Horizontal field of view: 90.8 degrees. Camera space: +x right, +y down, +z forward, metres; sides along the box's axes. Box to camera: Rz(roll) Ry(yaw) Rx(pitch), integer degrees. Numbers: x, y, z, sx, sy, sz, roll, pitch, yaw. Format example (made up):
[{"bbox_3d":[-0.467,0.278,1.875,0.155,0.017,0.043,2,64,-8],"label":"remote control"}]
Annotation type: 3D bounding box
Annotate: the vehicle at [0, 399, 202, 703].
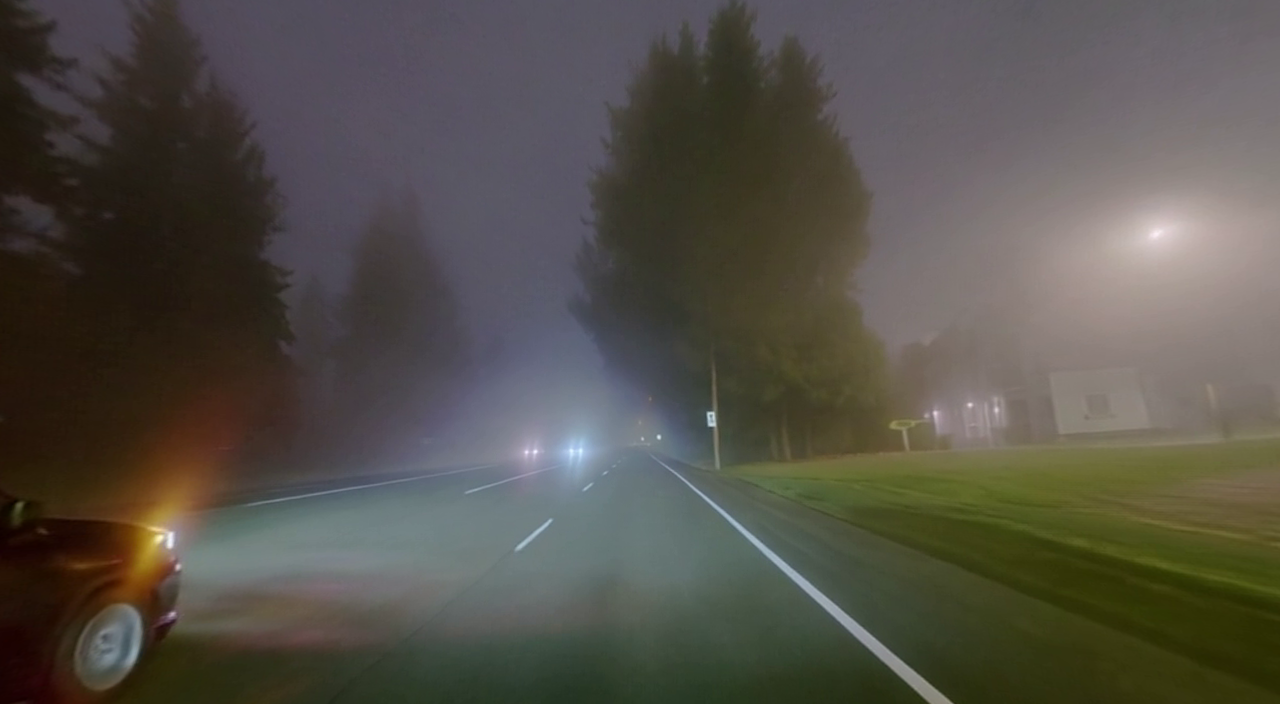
[{"bbox_3d":[-3.324,0.705,0.801,2.020,1.478,4.890,0,-8,0],"label":"vehicle"}]
